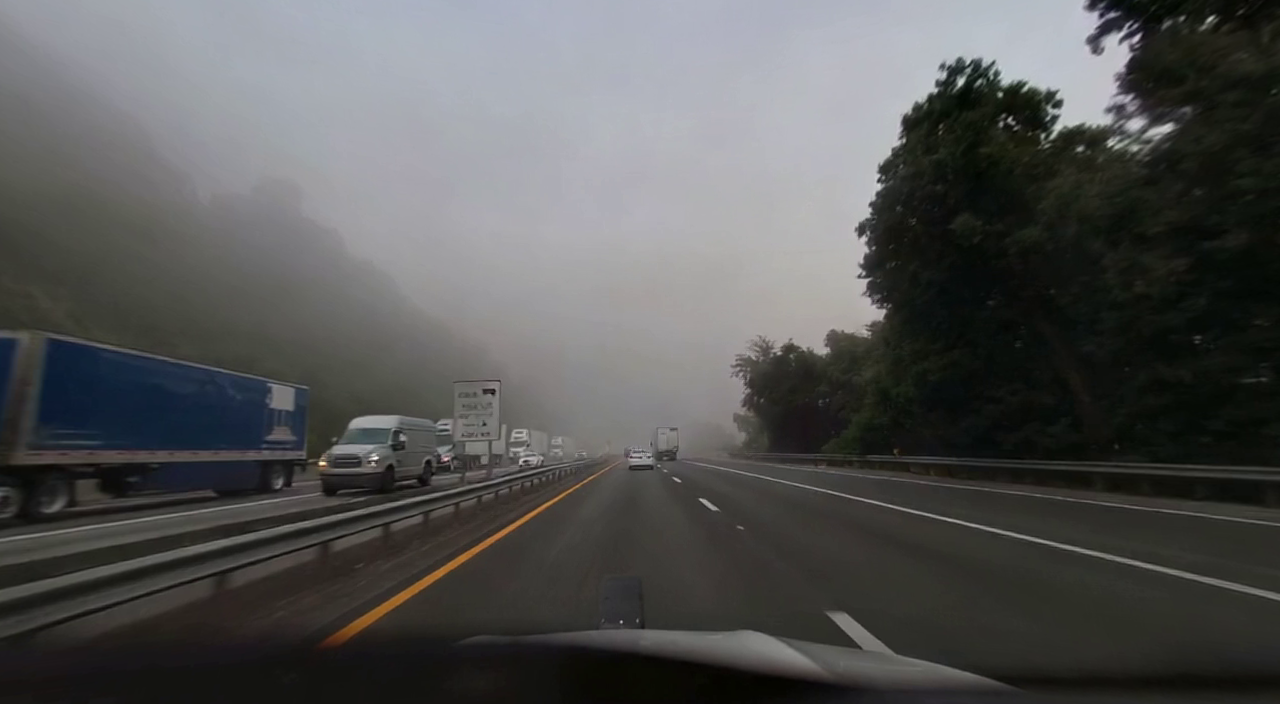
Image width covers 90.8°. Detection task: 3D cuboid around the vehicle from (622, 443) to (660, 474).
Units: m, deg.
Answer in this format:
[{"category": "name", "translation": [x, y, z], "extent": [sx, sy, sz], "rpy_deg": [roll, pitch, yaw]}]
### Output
[{"category": "vehicle", "translation": [0.036, 6.252, 37.134], "extent": [2.137, 1.689, 4.051], "rpy_deg": [0, -9, -1]}]

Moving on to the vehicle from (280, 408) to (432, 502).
[{"category": "vehicle", "translation": [-8.760, 3.266, 20.250], "extent": [2.206, 2.572, 5.674], "rpy_deg": [0, -9, -1]}]

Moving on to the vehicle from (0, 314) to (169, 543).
[{"category": "vehicle", "translation": [-12.908, 1.445, 11.691], "extent": [3.161, 4.011, 6.480], "rpy_deg": [0, -9, -1]}]
